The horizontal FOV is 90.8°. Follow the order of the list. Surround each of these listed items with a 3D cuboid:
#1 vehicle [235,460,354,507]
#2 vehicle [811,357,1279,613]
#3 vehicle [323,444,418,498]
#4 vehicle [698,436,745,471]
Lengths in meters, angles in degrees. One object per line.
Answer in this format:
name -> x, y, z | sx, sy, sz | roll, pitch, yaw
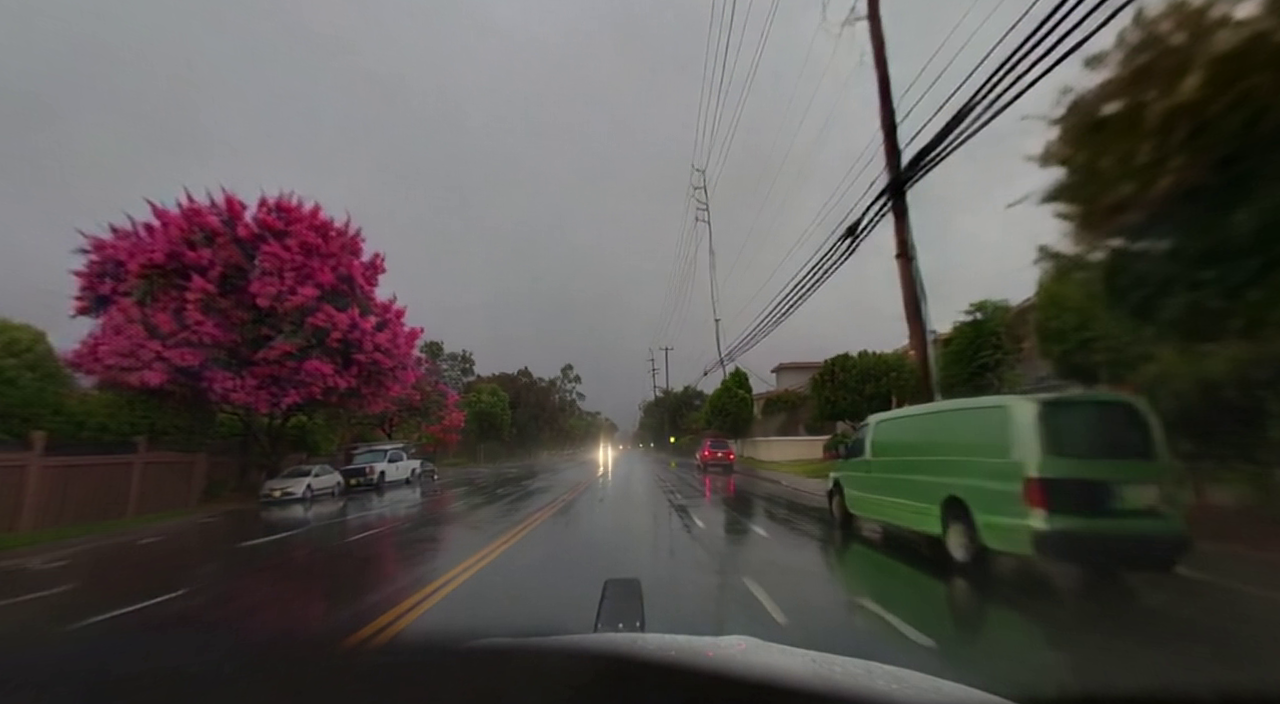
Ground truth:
vehicle -> -13.416, 5.094, 24.932 | 2.041, 1.573, 4.575 | 0, -9, 1
vehicle -> 4.626, 1.698, 9.152 | 2.578, 2.248, 7.011 | -1, -9, 2
vehicle -> -13.316, 5.855, 31.738 | 2.331, 2.265, 5.888 | -2, -8, -1
vehicle -> 4.985, 6.341, 39.539 | 2.238, 1.995, 5.491 | 0, -9, 0
